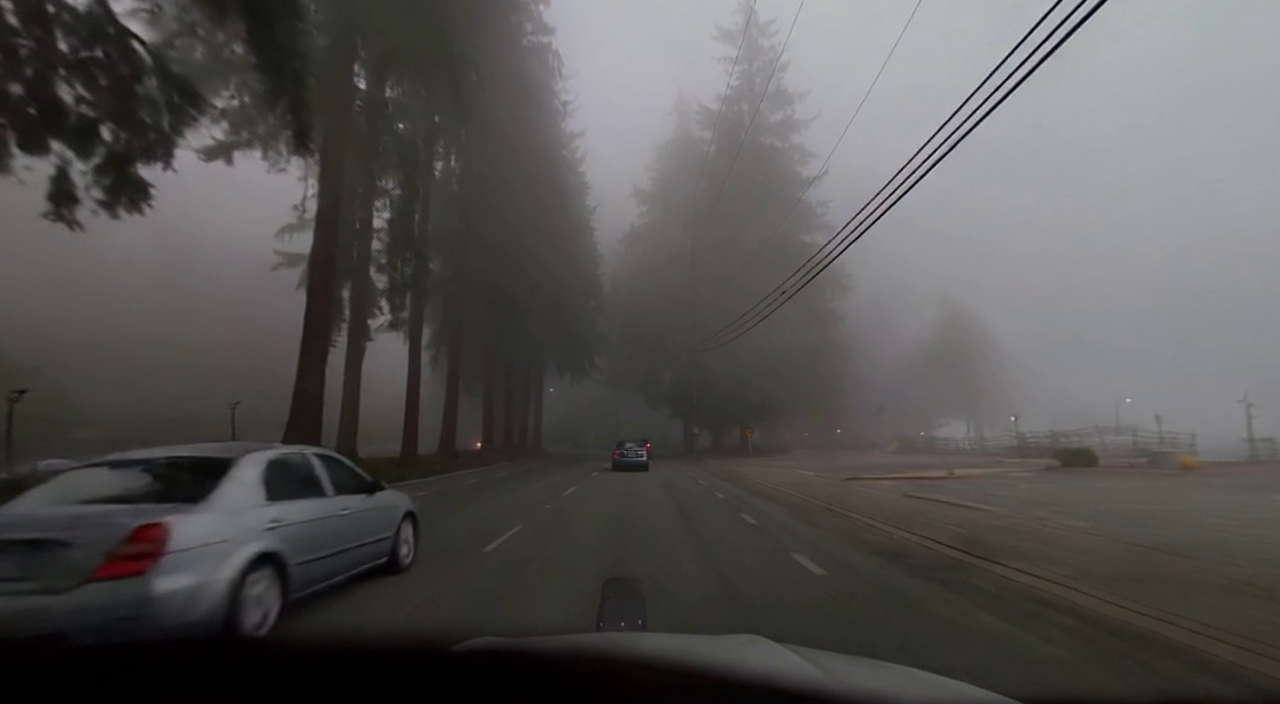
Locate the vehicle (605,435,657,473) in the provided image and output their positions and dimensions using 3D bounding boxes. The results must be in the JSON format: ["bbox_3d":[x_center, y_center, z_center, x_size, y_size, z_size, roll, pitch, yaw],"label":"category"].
[{"bbox_3d":[-0.357,4.245,26.357,1.991,1.463,3.988,0,-9,0],"label":"vehicle"}]
